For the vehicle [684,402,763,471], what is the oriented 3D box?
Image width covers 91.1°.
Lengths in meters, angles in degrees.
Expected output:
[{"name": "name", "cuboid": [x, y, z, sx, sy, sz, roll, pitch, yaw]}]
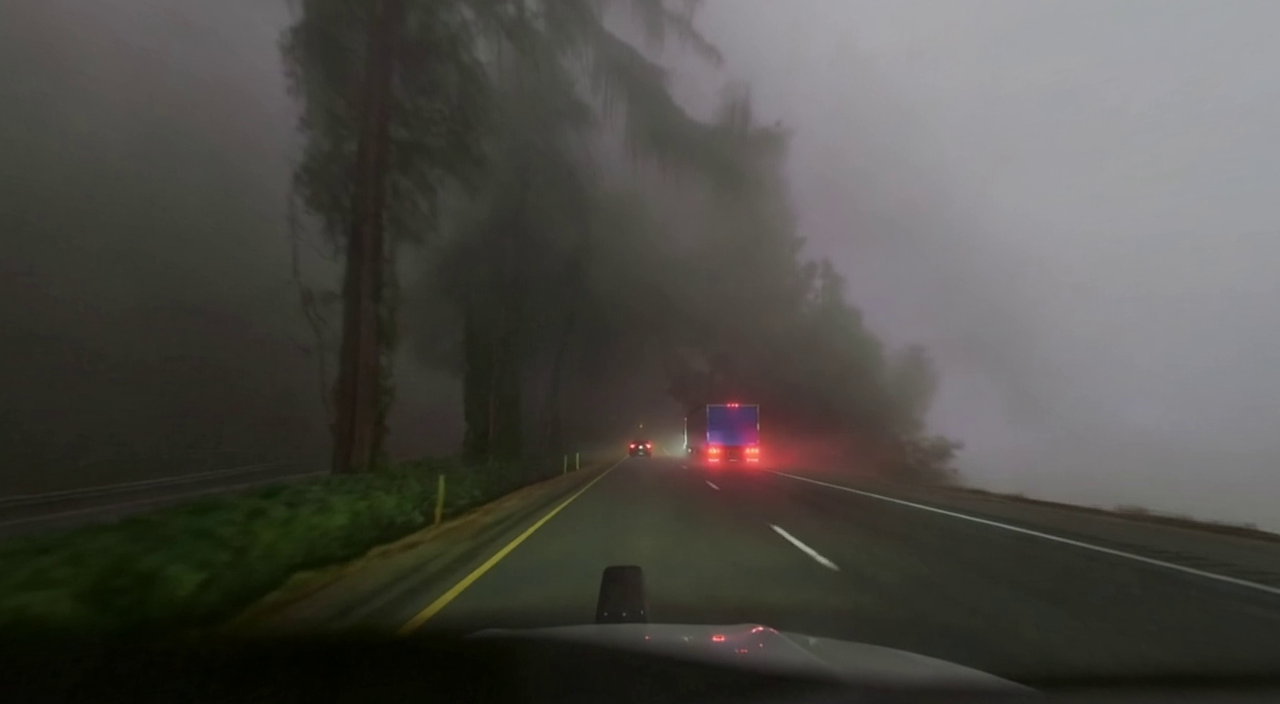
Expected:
[{"name": "vehicle", "cuboid": [4.211, 4.564, 33.480, 3.015, 3.211, 7.982, 0, -9, -1]}]

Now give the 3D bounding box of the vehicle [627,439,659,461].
[{"name": "vehicle", "cuboid": [0.214, 7.010, 44.991, 2.170, 1.544, 4.373, 0, -9, 0]}]
